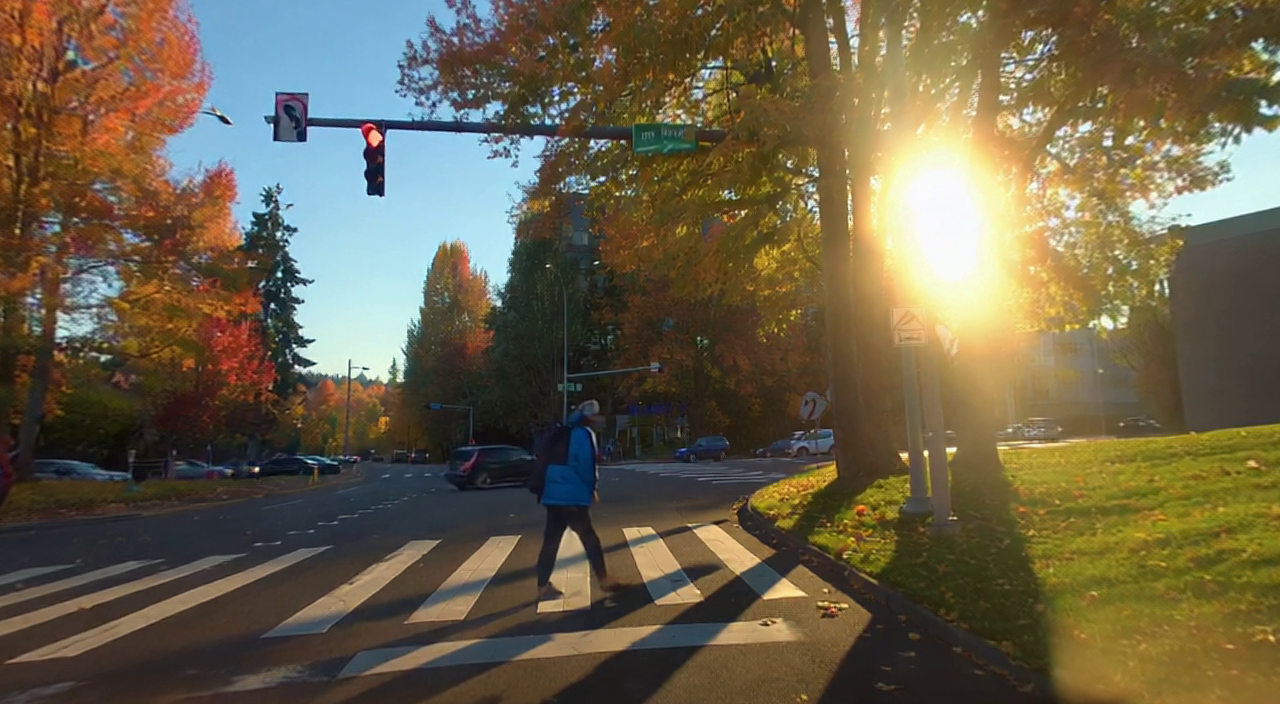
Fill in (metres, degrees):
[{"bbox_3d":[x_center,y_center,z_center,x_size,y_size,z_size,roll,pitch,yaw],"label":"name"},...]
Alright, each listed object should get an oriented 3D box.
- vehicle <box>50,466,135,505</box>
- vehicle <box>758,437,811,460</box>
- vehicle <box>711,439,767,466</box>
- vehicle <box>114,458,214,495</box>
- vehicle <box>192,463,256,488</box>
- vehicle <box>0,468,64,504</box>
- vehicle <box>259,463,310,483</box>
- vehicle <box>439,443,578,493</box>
[{"bbox_3d":[-25.441,6.157,29.278,1.694,1.528,4.225,3,-9,-24],"label":"vehicle"},{"bbox_3d":[11.461,7.584,49.363,1.979,1.659,4.907,-8,-11,39],"label":"vehicle"},{"bbox_3d":[6.969,7.024,43.947,1.867,1.743,4.259,-8,-11,39],"label":"vehicle"},{"bbox_3d":[-27.859,7.260,36.943,2.064,1.913,5.081,0,-9,-4],"label":"vehicle"},{"bbox_3d":[-28.564,8.474,43.174,1.768,1.465,3.972,0,-9,-1],"label":"vehicle"},{"bbox_3d":[-30.340,6.444,30.321,1.800,1.520,3.968,2,-9,-14],"label":"vehicle"},{"bbox_3d":[-28.141,9.570,49.746,1.776,1.452,3.920,0,-9,0],"label":"vehicle"},{"bbox_3d":[-4.602,4.087,22.581,1.915,1.586,4.734,-7,-11,38],"label":"vehicle"}]
